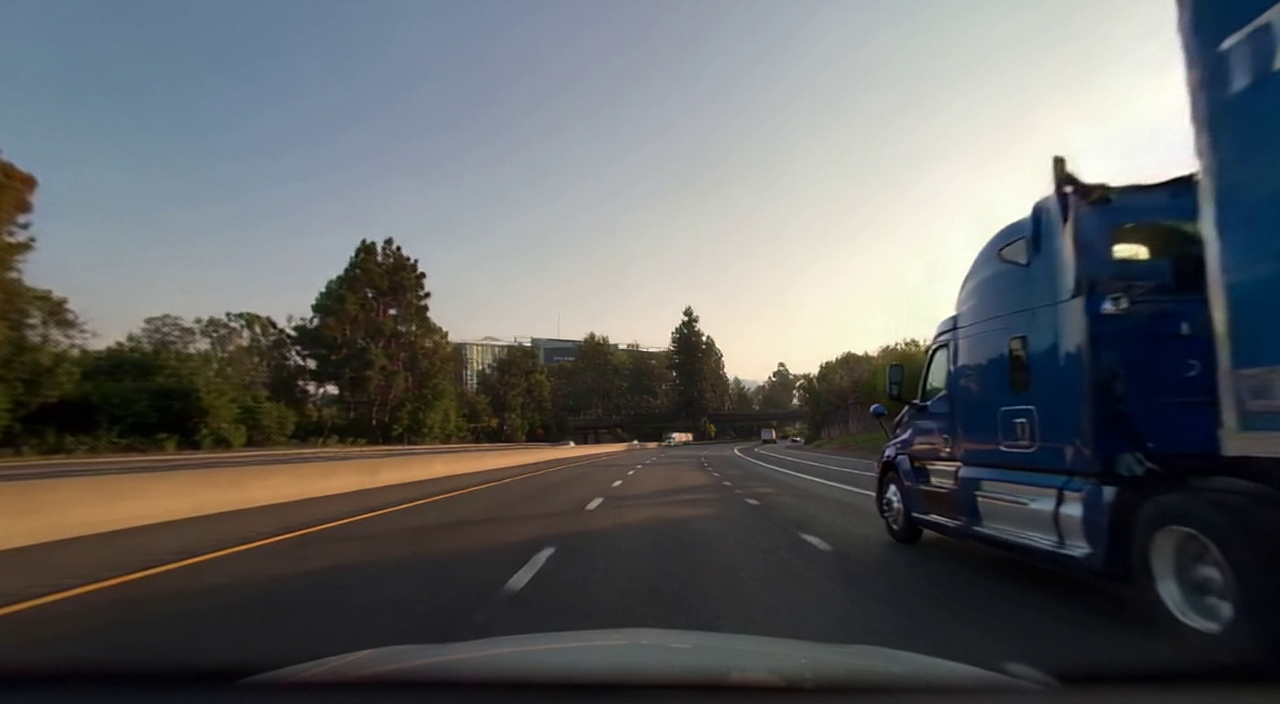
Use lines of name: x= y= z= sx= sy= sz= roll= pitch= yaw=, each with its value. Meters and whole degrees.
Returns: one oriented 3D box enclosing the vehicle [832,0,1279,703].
vehicle: x=4.565 y=0.234 z=5.742 sx=2.997 sy=3.915 sz=8.330 roll=0 pitch=-8 yaw=0
